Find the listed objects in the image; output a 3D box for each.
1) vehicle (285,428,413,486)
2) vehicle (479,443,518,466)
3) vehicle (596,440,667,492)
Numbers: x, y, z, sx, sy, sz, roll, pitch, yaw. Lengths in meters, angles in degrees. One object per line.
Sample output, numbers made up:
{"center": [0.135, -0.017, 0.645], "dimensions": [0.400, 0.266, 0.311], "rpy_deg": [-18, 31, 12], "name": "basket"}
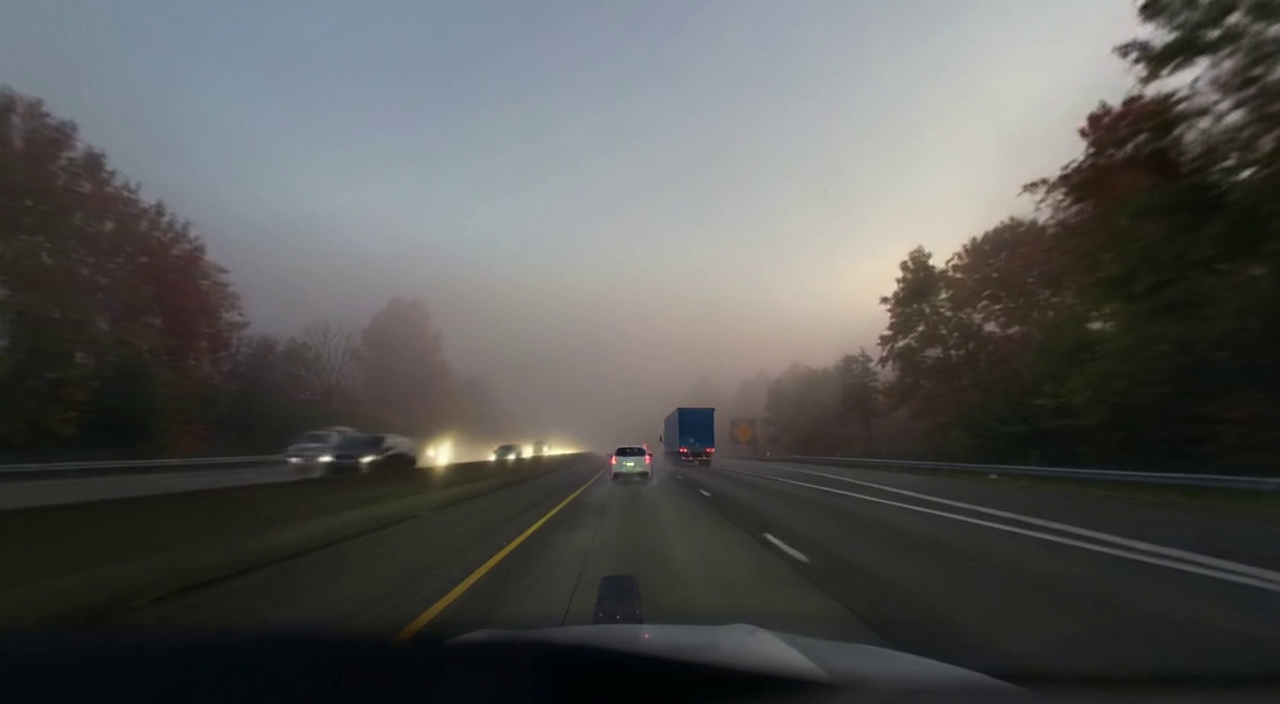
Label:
{"center": [-8.831, 3.247, 19.486], "dimensions": [1.947, 1.565, 4.155], "rpy_deg": [0, -9, 0], "name": "vehicle"}
{"center": [-9.780, 7.115, 43.661], "dimensions": [1.796, 1.466, 3.929], "rpy_deg": [0, -9, 0], "name": "vehicle"}
{"center": [-0.296, 3.709, 20.625], "dimensions": [2.099, 1.506, 4.097], "rpy_deg": [0, -9, -1], "name": "vehicle"}
